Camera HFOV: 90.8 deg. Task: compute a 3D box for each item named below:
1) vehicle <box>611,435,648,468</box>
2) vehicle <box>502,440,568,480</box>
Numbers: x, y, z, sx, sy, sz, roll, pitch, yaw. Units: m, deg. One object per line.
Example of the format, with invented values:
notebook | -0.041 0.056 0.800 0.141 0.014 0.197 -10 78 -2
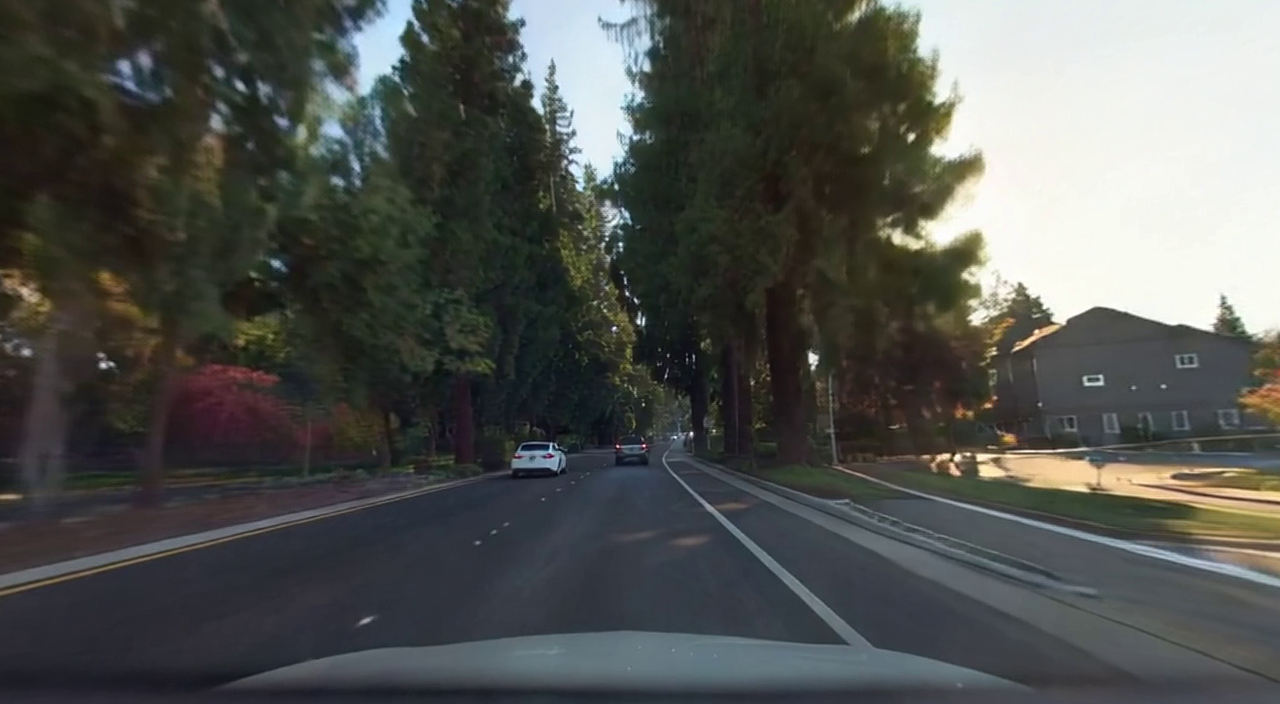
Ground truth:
vehicle | -0.597 5.632 35.997 2.018 1.769 3.897 0 -8 -1
vehicle | -4.171 4.361 25.776 1.917 1.448 4.178 0 -8 0
